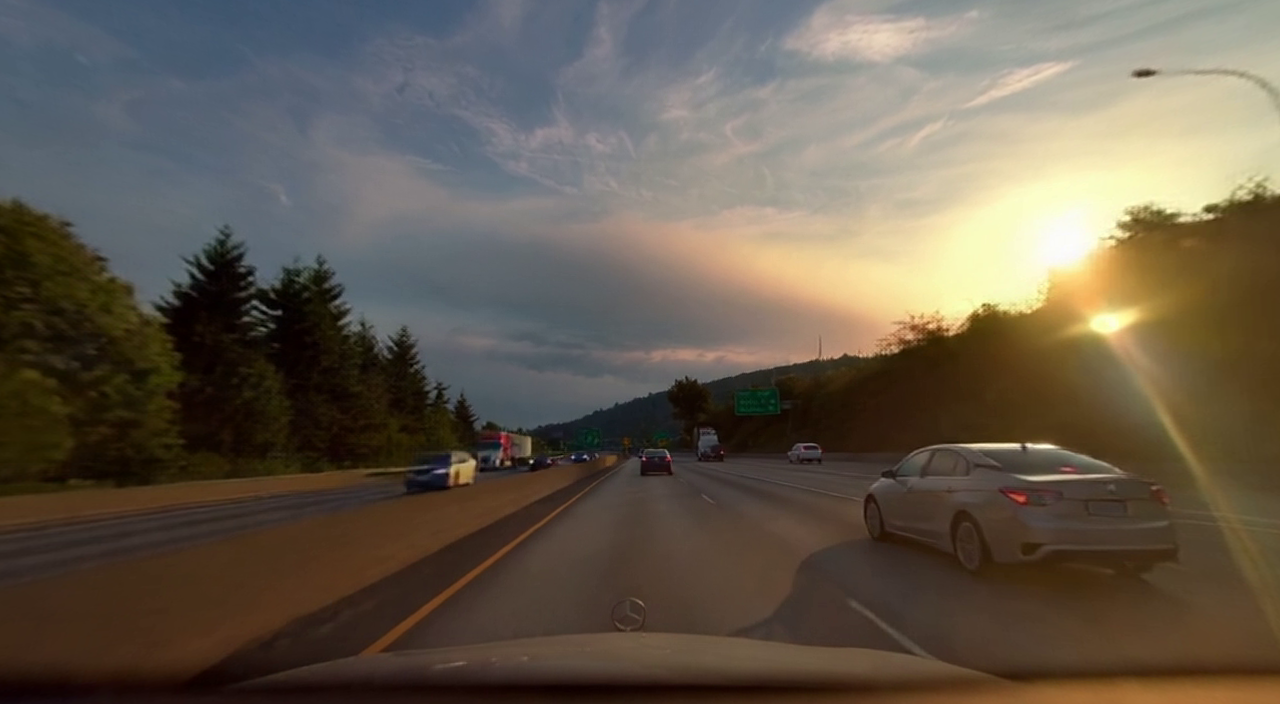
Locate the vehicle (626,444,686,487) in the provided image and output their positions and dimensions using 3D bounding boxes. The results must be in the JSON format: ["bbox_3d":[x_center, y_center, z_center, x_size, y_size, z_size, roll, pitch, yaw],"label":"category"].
[{"bbox_3d":[0.597,4.482,25.151,2.177,1.520,4.278,0,-9,0],"label":"vehicle"}]

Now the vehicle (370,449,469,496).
[{"bbox_3d":[-7.798,4.287,22.806,1.922,1.501,4.532,0,-9,0],"label":"vehicle"}]

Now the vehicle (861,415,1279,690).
[{"bbox_3d":[3.793,1.424,5.640,2.029,1.475,4.279,0,-9,-1],"label":"vehicle"}]
